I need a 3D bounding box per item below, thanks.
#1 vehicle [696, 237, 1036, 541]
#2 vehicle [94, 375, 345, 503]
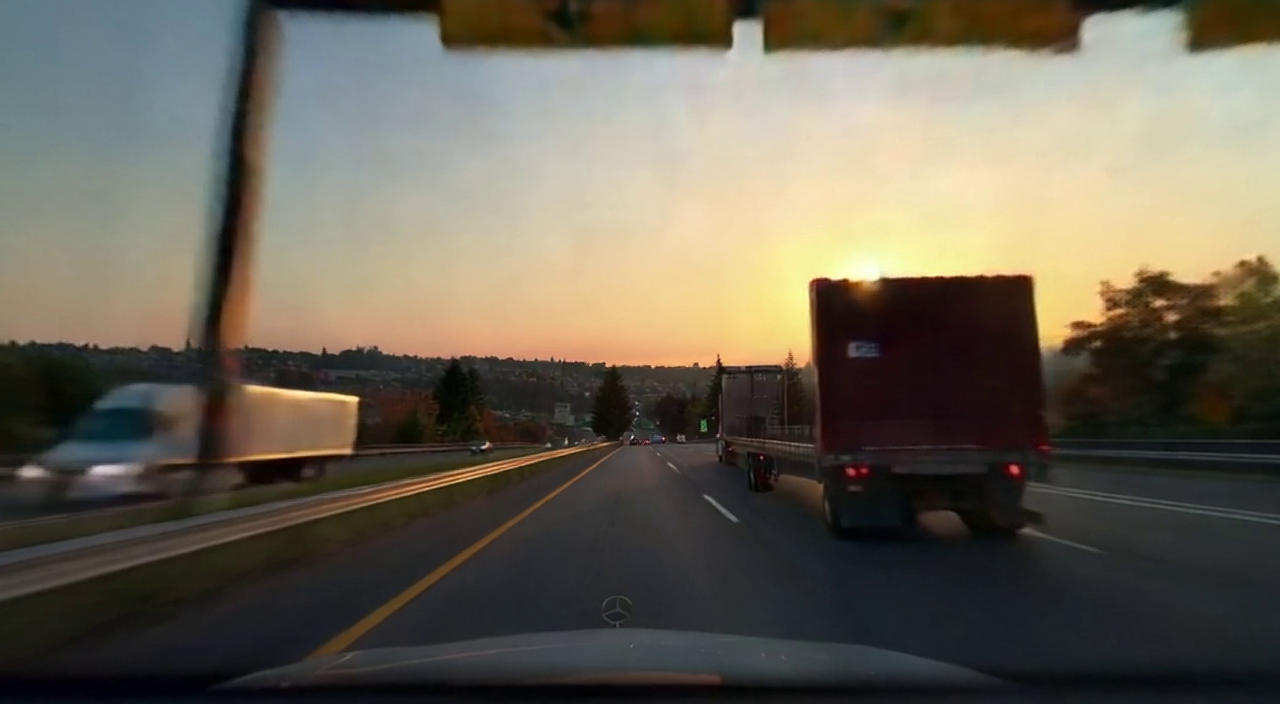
[{"bbox_3d":[3.499,1.307,14.895,2.954,3.995,13.335,0,-8,-1],"label":"vehicle"},{"bbox_3d":[-12.749,2.767,20.325,2.697,3.310,7.825,0,-8,-1],"label":"vehicle"}]
